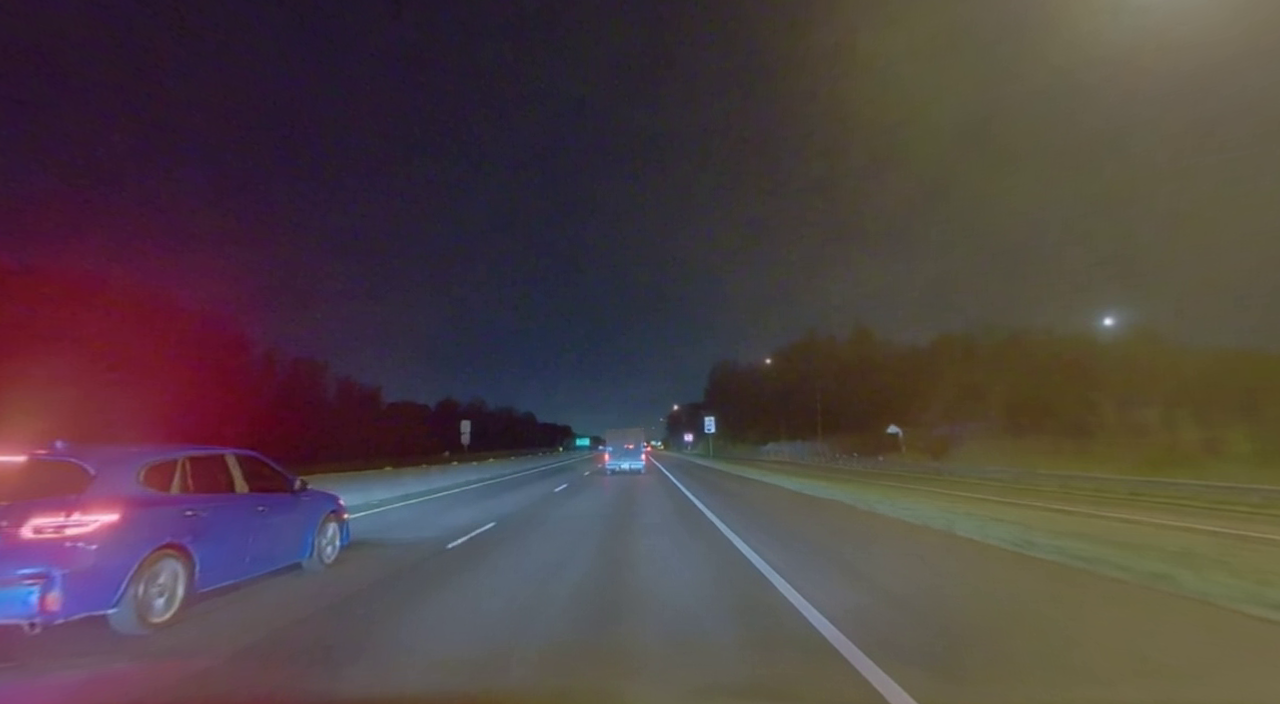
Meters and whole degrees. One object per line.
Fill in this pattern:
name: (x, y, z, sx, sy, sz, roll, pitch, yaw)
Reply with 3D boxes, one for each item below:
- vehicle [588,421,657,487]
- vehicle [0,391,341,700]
vehicle: (-0.584, 3.701, 23.065, 2.248, 2.154, 4.892, 0, -9, 0)
vehicle: (-4.596, 1.306, 5.118, 2.198, 1.666, 4.311, 0, -9, 0)
